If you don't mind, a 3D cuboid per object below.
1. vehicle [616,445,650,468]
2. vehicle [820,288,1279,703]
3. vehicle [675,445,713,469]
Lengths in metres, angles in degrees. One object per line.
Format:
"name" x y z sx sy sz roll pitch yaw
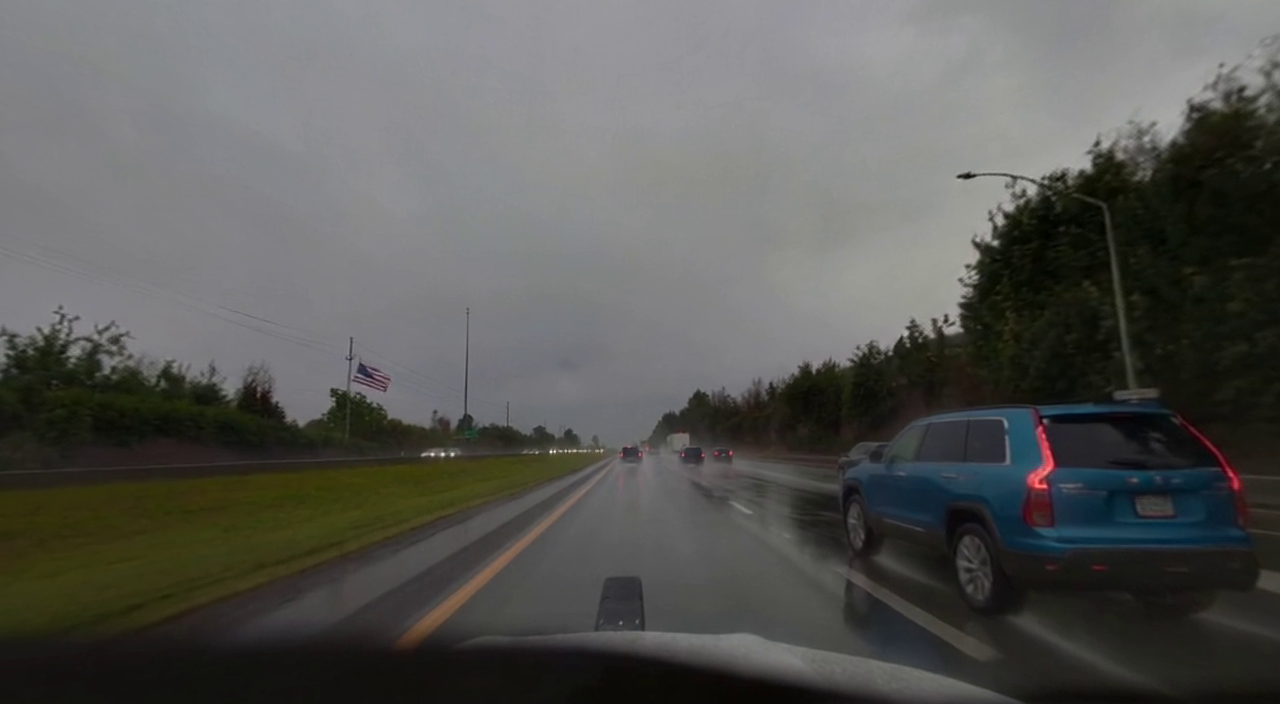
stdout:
"vehicle" -0.447 6.785 41.183 2.085 1.449 3.860 0 -8 -1
"vehicle" 3.798 1.147 5.739 2.461 2.013 6.075 0 -8 -1
"vehicle" 3.396 6.720 40.688 1.978 1.488 4.252 0 -8 -1
